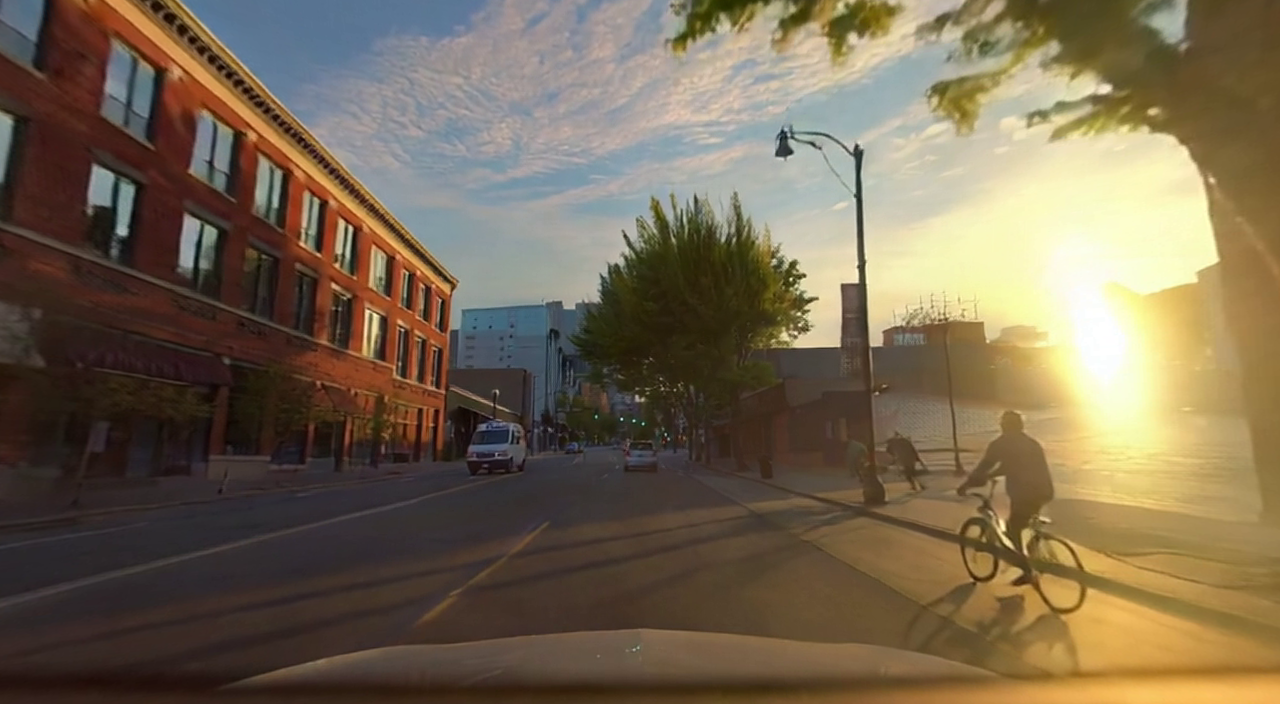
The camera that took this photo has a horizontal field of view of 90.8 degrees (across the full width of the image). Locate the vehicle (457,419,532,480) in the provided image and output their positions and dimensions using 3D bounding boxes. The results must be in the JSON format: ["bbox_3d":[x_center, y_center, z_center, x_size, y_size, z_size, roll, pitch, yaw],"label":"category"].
[{"bbox_3d":[-6.833,4.644,30.456,2.418,2.620,5.522,-1,-8,-1],"label":"vehicle"}]

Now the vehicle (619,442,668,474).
[{"bbox_3d":[0.192,5.563,33.365,2.356,1.572,4.810,0,-8,1],"label":"vehicle"}]
